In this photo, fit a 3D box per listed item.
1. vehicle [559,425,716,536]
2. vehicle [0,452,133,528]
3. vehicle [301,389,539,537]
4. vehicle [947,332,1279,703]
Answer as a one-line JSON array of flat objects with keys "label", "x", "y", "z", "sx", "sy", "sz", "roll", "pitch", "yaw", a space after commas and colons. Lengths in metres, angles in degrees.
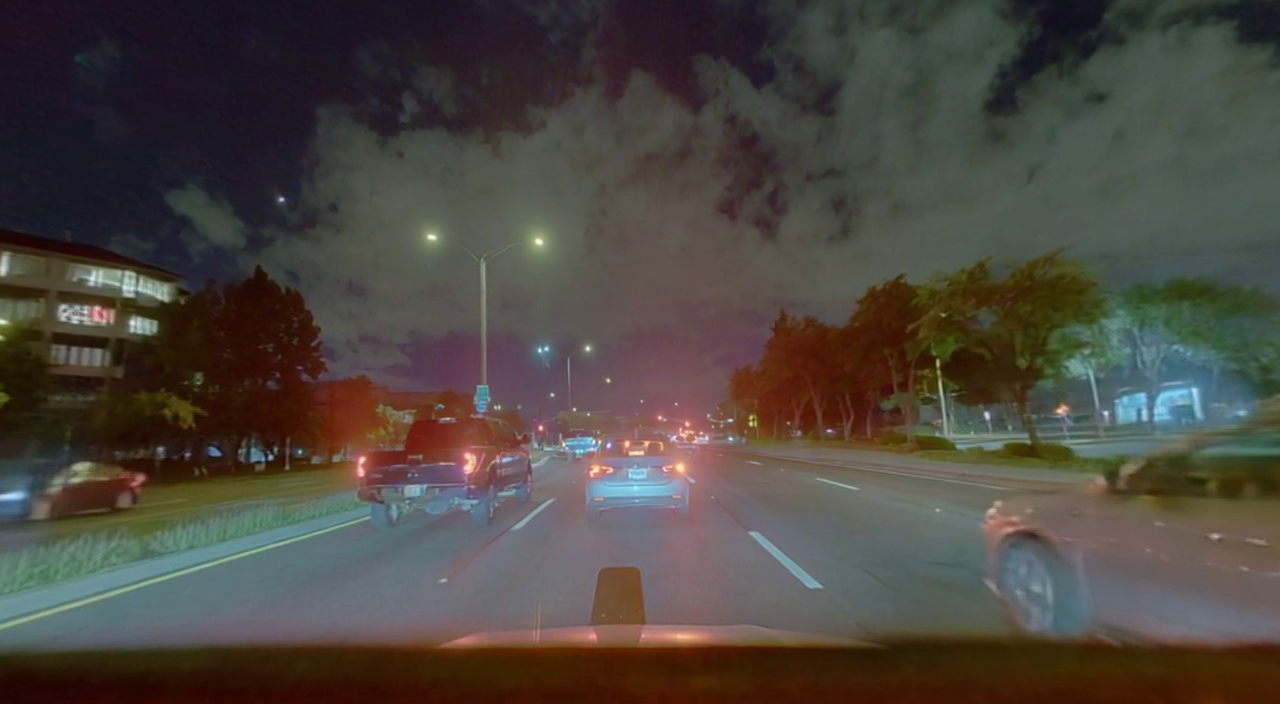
[{"label": "vehicle", "x": -0.089, "y": 2.041, "z": 10.624, "sx": 2.126, "sy": 1.475, "sz": 3.967, "roll": 0, "pitch": -8, "yaw": -2}, {"label": "vehicle", "x": -14.096, "y": 3.096, "z": 14.516, "sx": 1.737, "sy": 1.498, "sz": 3.854, "roll": 0, "pitch": -8, "yaw": -2}, {"label": "vehicle", "x": -3.418, "y": 1.899, "z": 11.373, "sx": 2.301, "sy": 1.985, "sz": 5.531, "roll": 0, "pitch": -8, "yaw": 0}, {"label": "vehicle", "x": 3.339, "y": 0.745, "z": 2.156, "sx": 2.092, "sy": 1.658, "sz": 4.814, "roll": 0, "pitch": -8, "yaw": -1}]
